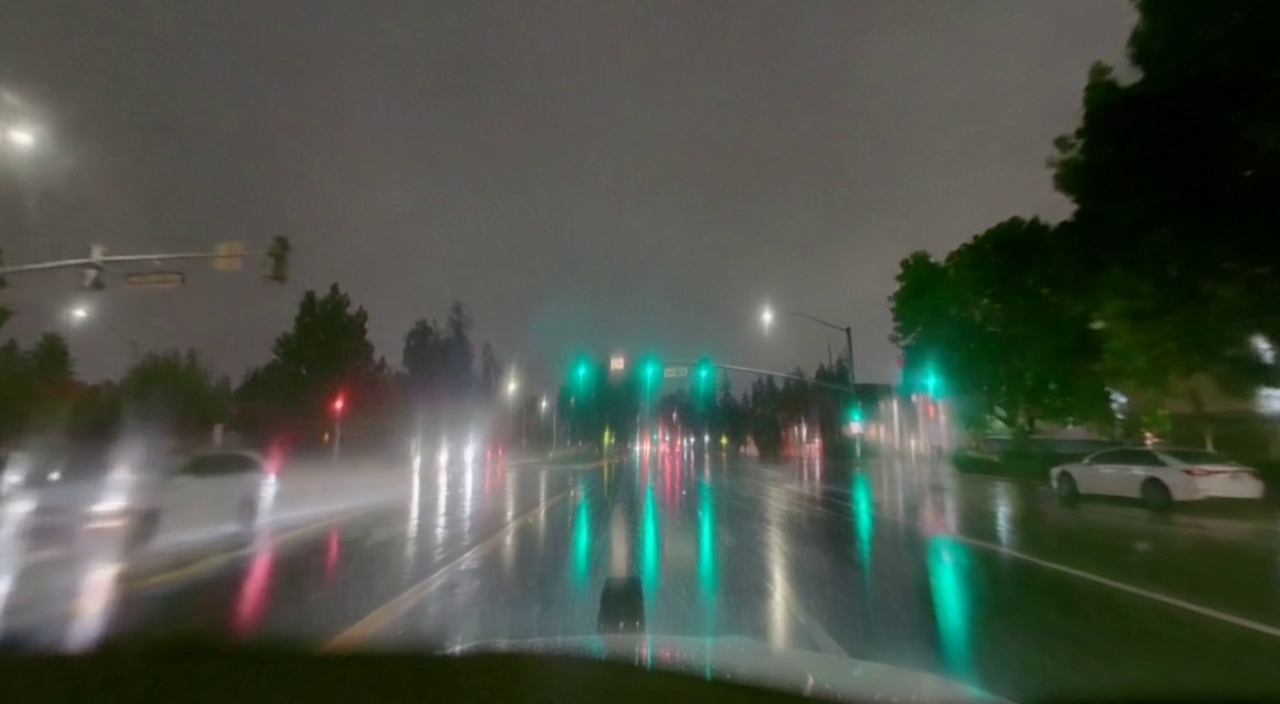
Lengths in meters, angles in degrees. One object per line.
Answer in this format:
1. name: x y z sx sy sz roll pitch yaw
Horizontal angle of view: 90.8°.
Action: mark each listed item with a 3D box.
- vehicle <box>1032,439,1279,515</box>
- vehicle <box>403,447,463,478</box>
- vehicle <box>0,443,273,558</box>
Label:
1. vehicle: 11.661 2.792 14.699 1.955 1.455 4.727 0 -9 -1
2. vehicle: -12.424 6.637 38.212 2.030 1.702 4.488 -1 -9 0
3. vehicle: -9.120 2.570 11.723 2.010 1.682 4.346 0 -9 -1
